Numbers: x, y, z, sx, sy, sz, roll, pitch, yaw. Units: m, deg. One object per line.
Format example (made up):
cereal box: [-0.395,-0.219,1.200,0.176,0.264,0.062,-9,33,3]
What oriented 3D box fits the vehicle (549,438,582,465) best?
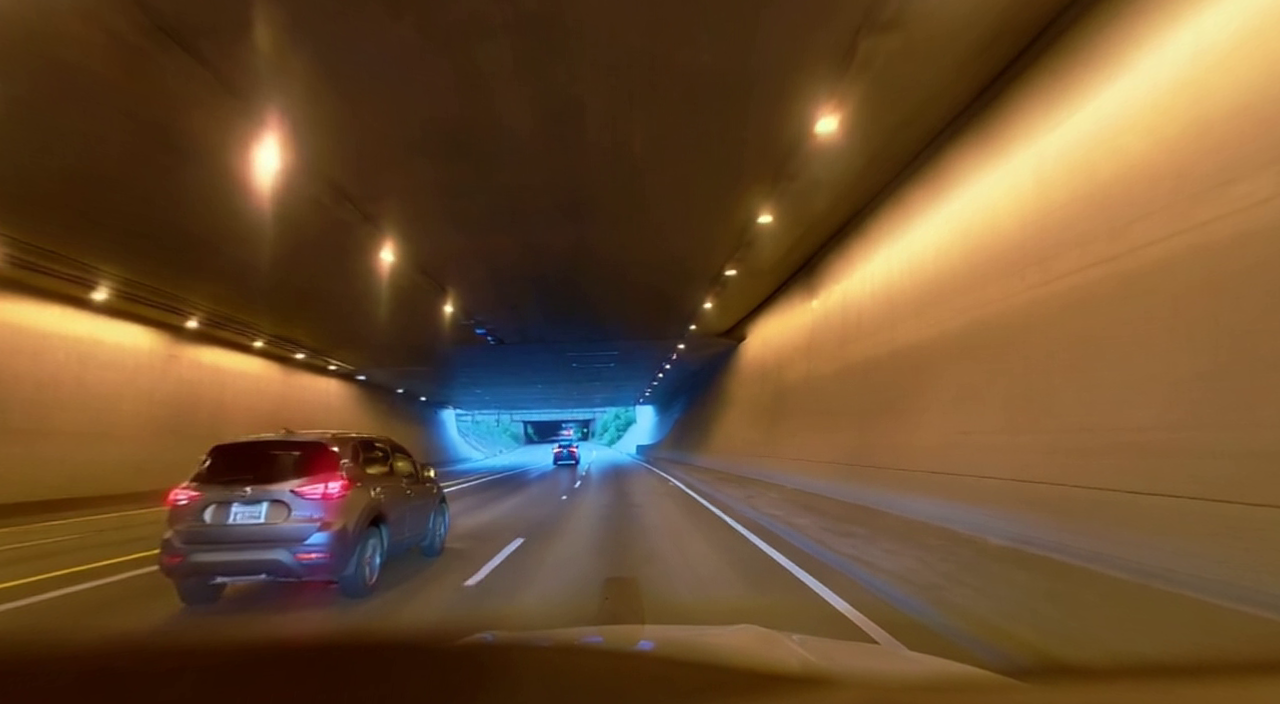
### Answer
vehicle: [-5.213,6.988,44.517,1.961,1.725,4.315,0,-8,-2]
